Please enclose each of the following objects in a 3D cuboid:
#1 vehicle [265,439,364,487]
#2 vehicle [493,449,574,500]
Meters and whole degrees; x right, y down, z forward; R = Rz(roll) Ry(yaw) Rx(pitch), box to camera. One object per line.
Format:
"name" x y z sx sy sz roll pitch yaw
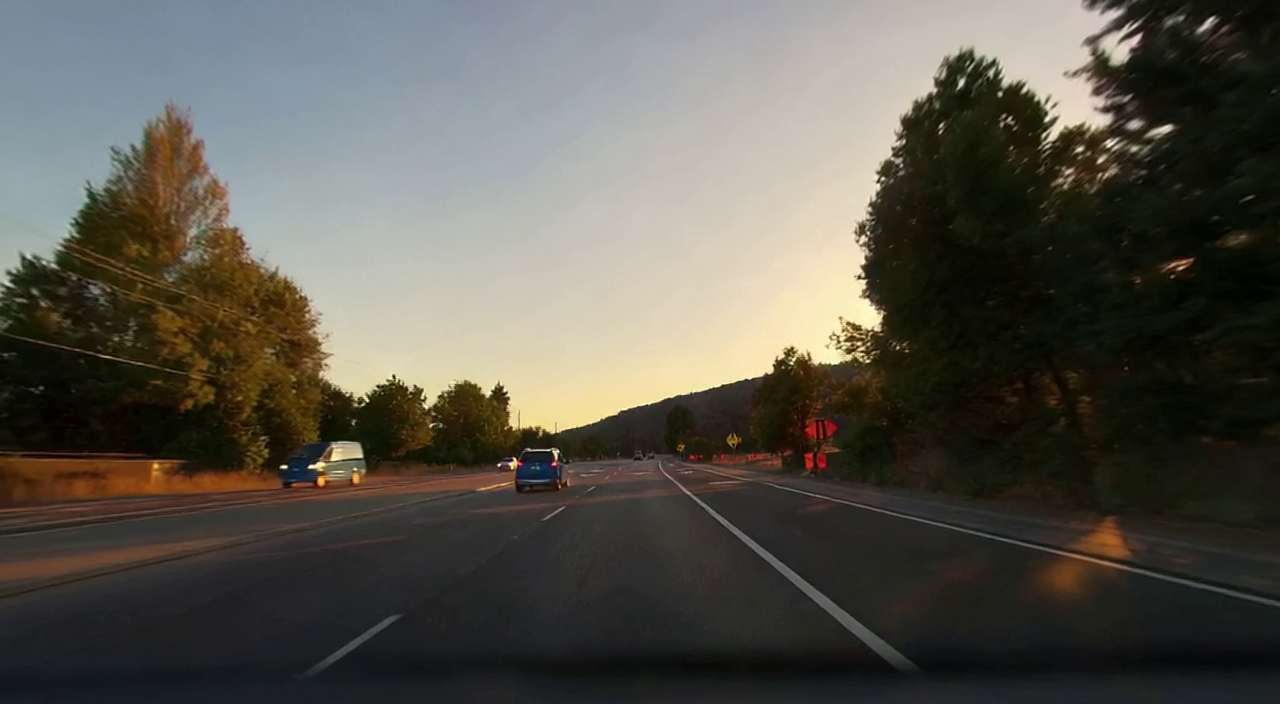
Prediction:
"vehicle" -17.699 6.051 34.767 2.237 2.410 5.801 0 -9 1
"vehicle" -3.701 4.320 22.693 2.053 1.647 4.252 0 -9 2
